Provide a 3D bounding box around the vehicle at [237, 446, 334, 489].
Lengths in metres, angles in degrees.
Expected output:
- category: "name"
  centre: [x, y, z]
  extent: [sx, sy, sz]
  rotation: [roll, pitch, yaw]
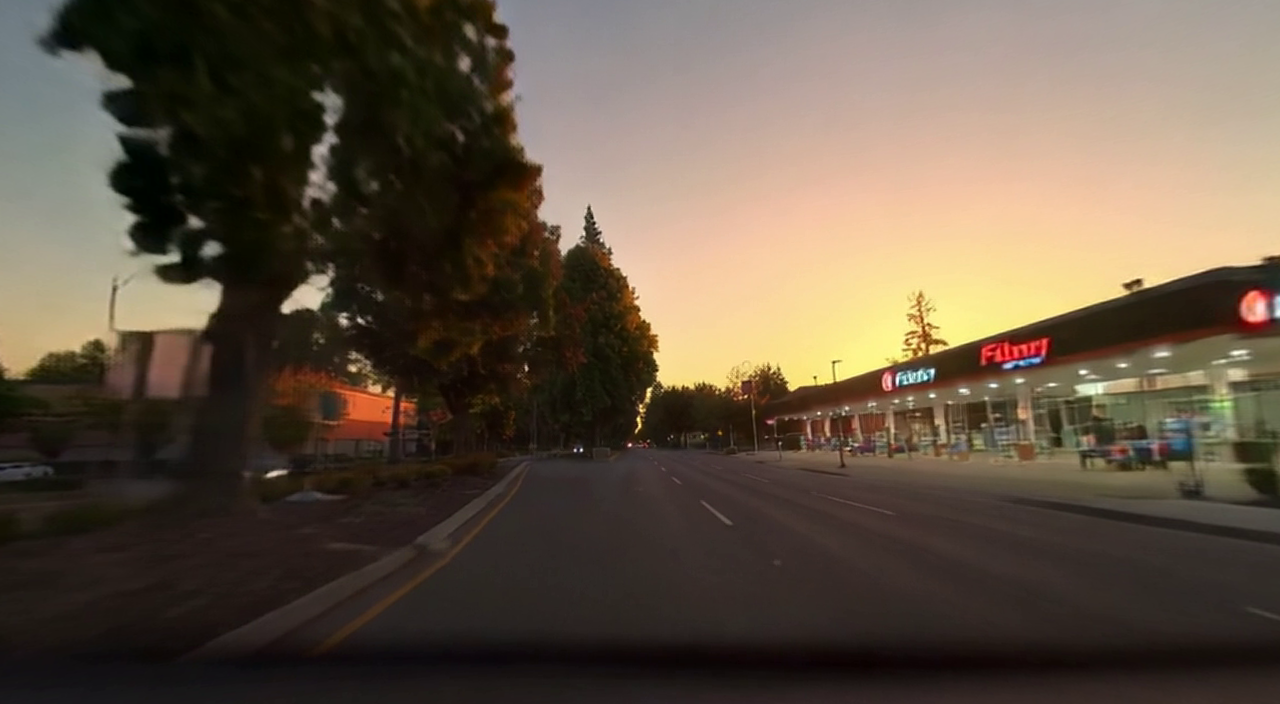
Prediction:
- category: "vehicle"
  centre: [-12.890, 4.197, 23.226]
  extent: [1.608, 1.402, 3.620]
  rotation: [-1, -9, -3]
